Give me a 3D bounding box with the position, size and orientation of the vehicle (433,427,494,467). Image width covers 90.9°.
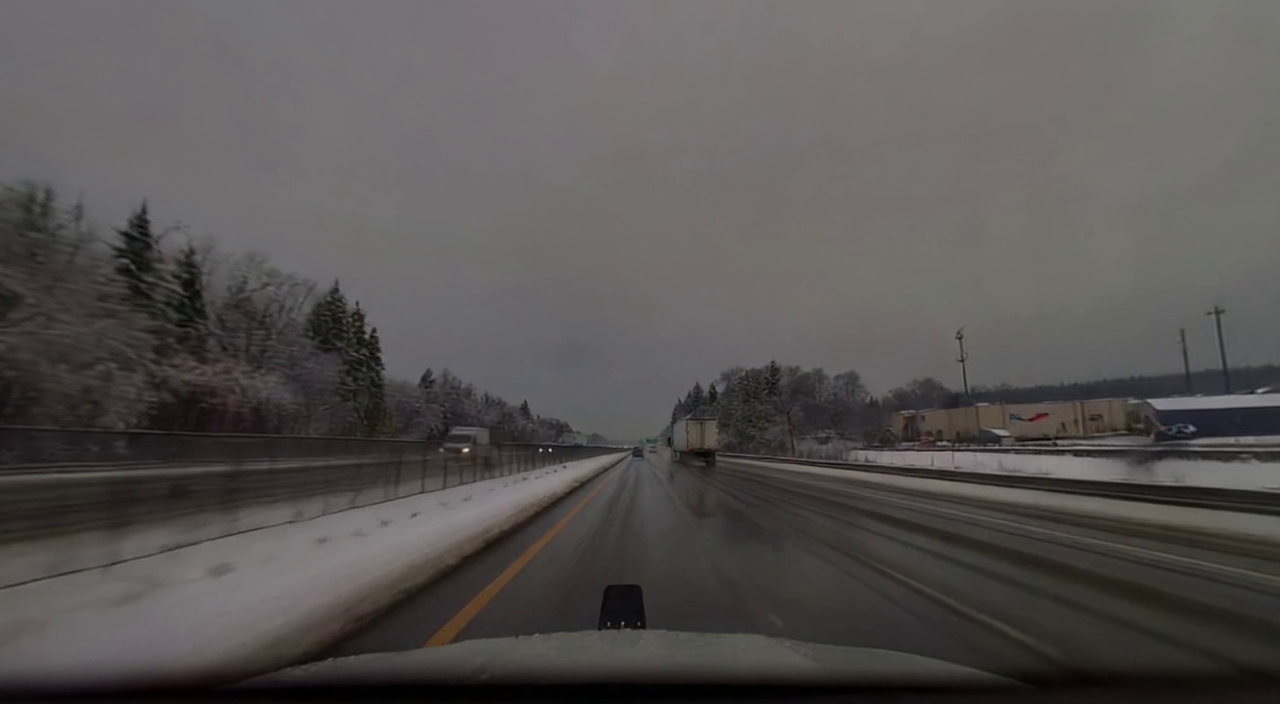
[{"bbox_3d":[-12.353,6.706,44.603,2.397,2.585,6.311,0,-9,0],"label":"vehicle"}]

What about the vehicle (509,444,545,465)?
[{"bbox_3d":[-8.242,7.514,46.414,1.864,1.492,4.032,0,-9,1],"label":"vehicle"}]
